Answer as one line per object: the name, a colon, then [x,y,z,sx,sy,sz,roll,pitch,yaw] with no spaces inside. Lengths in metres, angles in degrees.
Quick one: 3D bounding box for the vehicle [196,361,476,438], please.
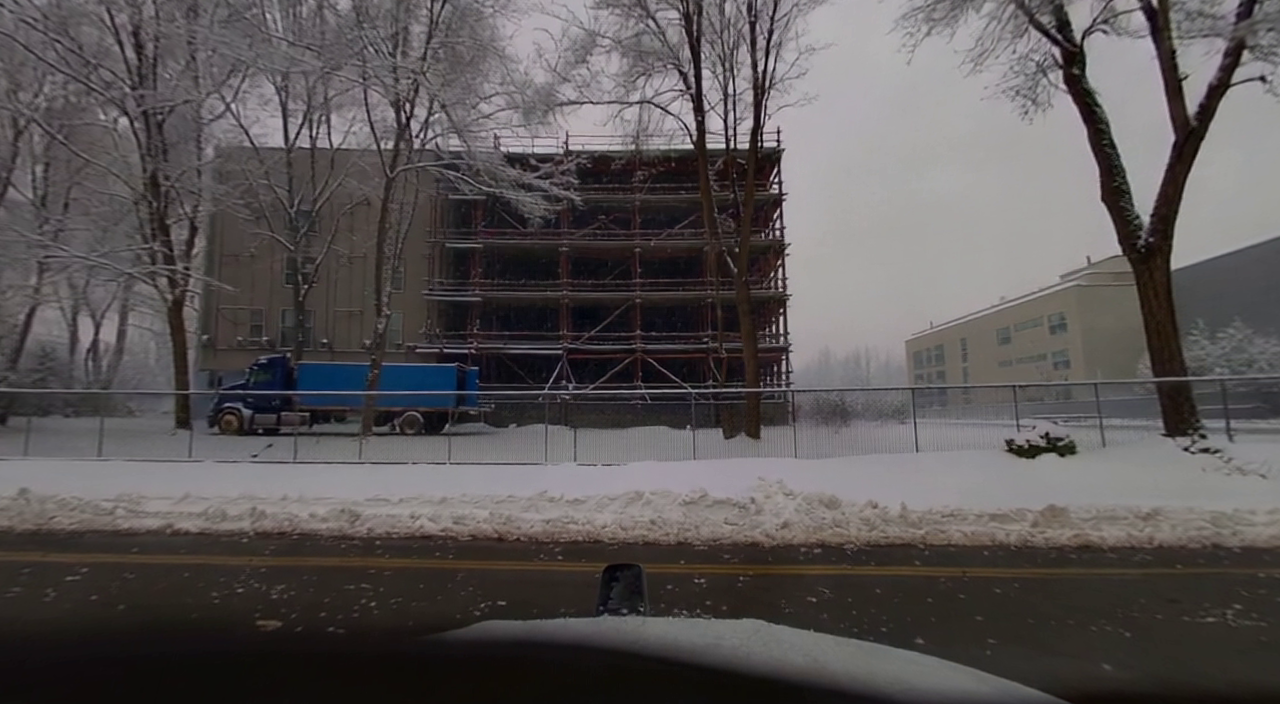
vehicle: [-16.821,2.794,35.990,14.067,4.099,2.832,1,-9,-6]
